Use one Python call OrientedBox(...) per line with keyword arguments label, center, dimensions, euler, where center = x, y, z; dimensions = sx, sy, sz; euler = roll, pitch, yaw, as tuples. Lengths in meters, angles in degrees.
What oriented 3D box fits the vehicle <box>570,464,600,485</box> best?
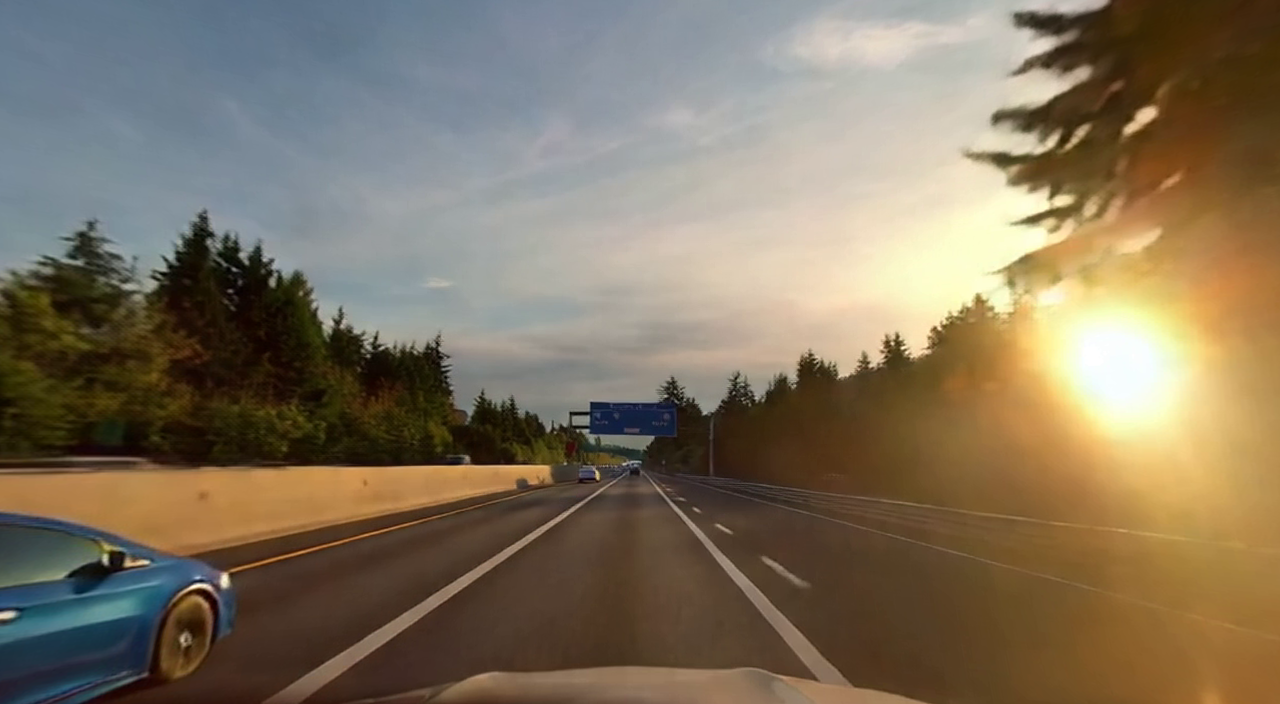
OrientedBox(label="vehicle", center=(-4.154, 9.332, 48.144), dimensions=(2.006, 1.469, 4.050), euler=(1, -10, -1))
